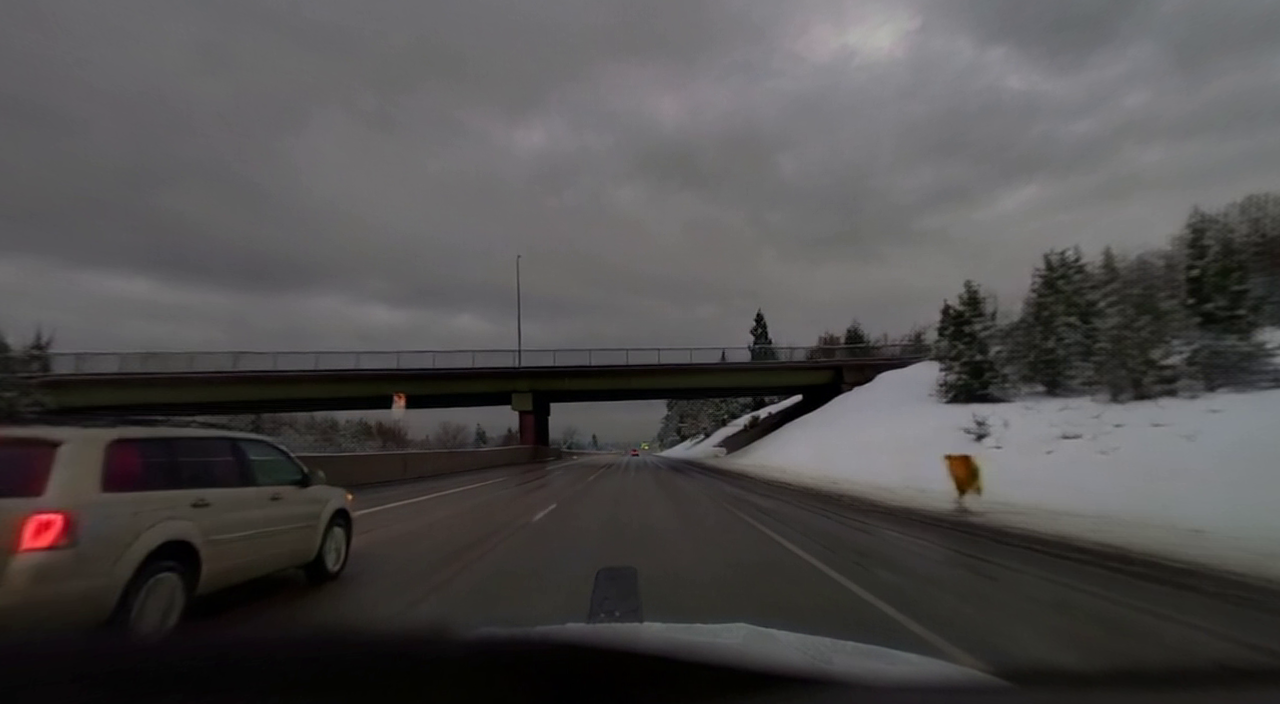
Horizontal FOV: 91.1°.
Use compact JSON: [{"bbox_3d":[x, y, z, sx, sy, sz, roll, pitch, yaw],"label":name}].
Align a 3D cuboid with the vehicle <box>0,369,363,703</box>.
[{"bbox_3d":[-3.887,1.137,4.211,2.082,1.668,4.274,0,-9,0],"label":"vehicle"}]
